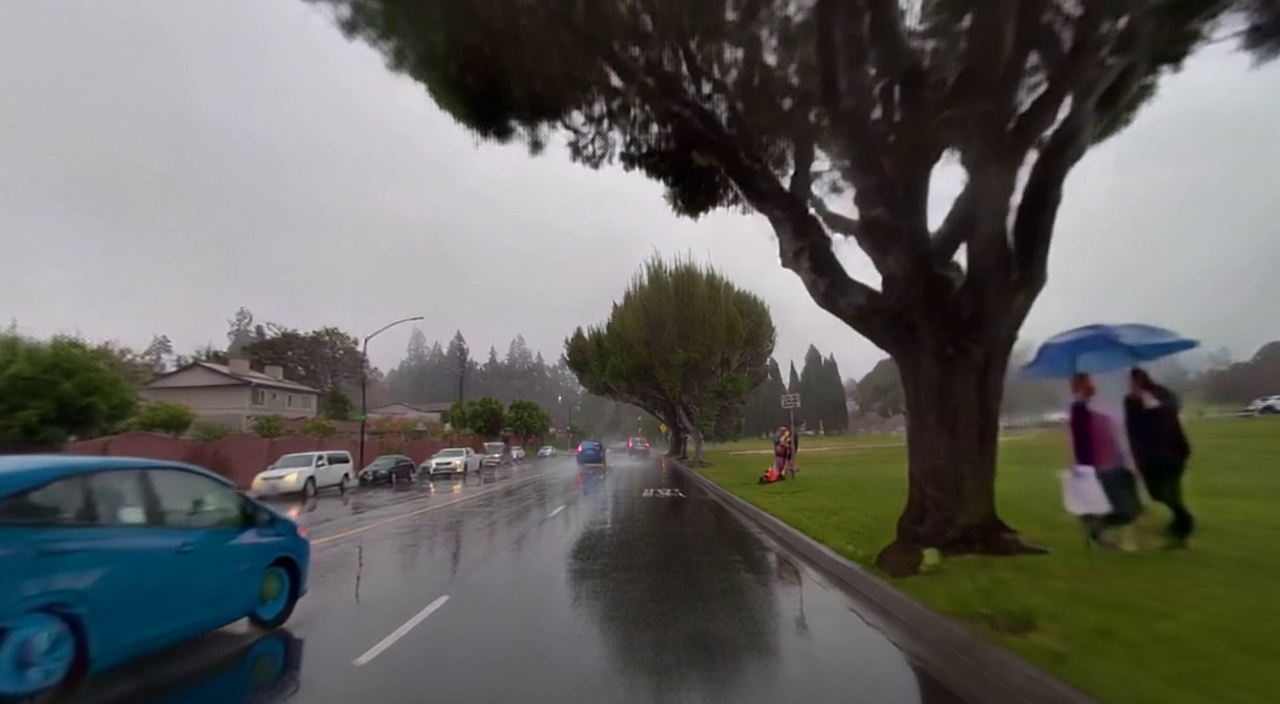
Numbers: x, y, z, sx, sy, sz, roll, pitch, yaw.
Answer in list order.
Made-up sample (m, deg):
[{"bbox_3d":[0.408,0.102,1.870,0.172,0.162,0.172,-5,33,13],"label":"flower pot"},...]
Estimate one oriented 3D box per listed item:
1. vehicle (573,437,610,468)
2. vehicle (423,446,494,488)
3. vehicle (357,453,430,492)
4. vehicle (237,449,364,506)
[{"bbox_3d":[-3.001,6.319,39.503,1.908,1.809,4.230,0,-8,1],"label":"vehicle"},{"bbox_3d":[-8.966,5.685,31.429,2.019,1.907,4.697,0,-8,1],"label":"vehicle"},{"bbox_3d":[-12.214,5.974,31.388,1.910,1.462,4.581,-4,-7,-2],"label":"vehicle"},{"bbox_3d":[-12.112,4.462,22.889,1.904,1.728,4.997,2,-8,-1],"label":"vehicle"}]
